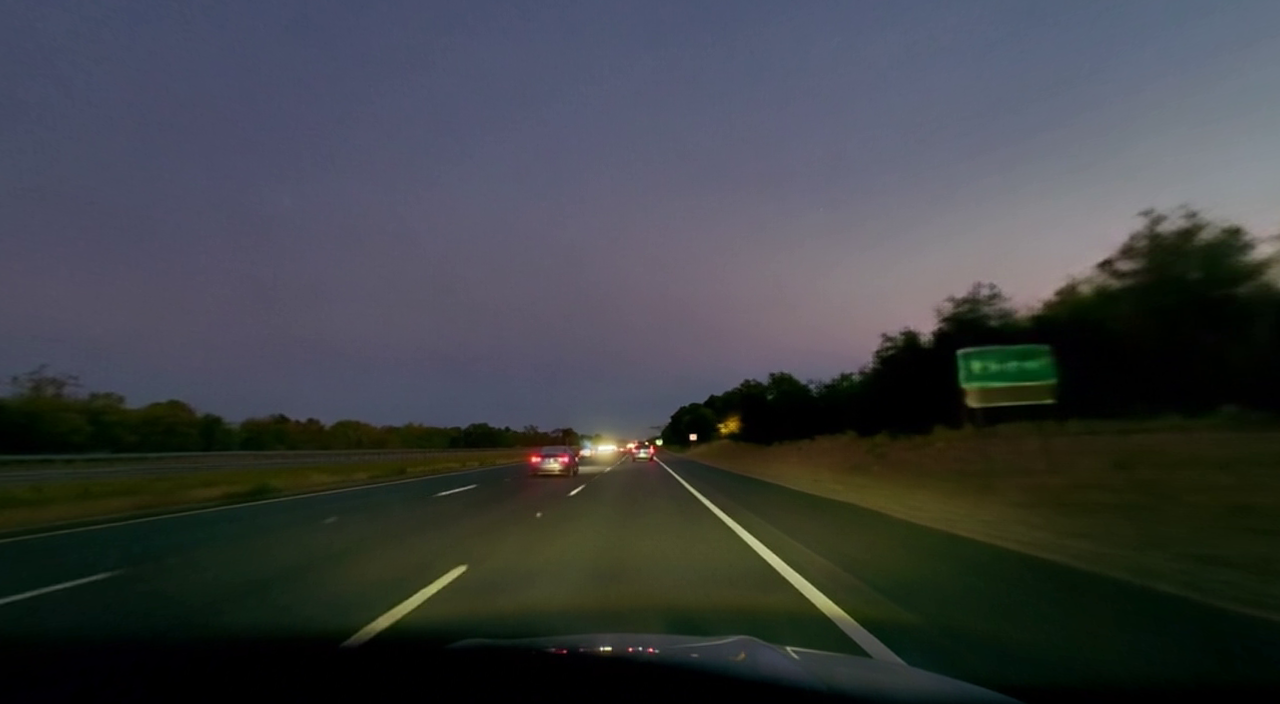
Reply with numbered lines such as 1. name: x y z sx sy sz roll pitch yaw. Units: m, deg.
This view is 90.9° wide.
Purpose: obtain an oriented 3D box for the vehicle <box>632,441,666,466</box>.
1. vehicle: 0.633 7.100 44.285 2.259 1.697 4.106 0 -8 1

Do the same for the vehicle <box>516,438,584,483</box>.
1. vehicle: -3.594 4.424 26.020 2.028 1.634 4.441 -1 -8 2
